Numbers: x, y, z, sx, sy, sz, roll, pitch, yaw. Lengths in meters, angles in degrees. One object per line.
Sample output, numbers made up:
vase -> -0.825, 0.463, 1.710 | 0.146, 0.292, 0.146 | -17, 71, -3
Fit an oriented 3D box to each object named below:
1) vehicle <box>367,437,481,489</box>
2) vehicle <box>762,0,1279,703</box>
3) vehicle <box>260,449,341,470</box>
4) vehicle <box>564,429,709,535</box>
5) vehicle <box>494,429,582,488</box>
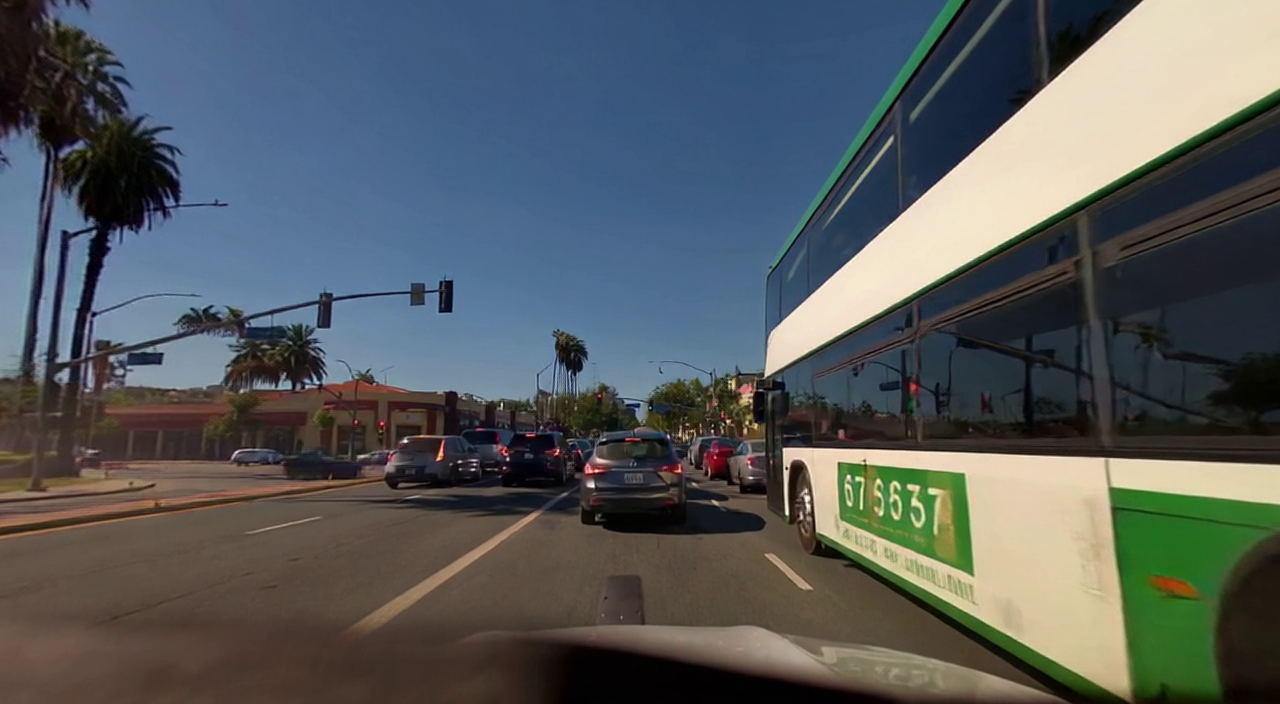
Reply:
vehicle -> -6.874, 3.580, 20.749 | 1.927, 1.480, 4.832 | 0, -9, 2
vehicle -> 3.546, -0.125, 3.777 | 2.970, 4.015, 13.606 | 0, -9, 0
vehicle -> -24.199, 7.675, 45.183 | 4.653, 1.472, 1.870 | 0, -9, -4
vehicle -> -0.054, 2.141, 10.958 | 2.060, 1.499, 3.831 | 0, -9, 0
vehicle -> -3.224, 3.487, 20.876 | 2.020, 1.721, 4.366 | 0, -9, 2
